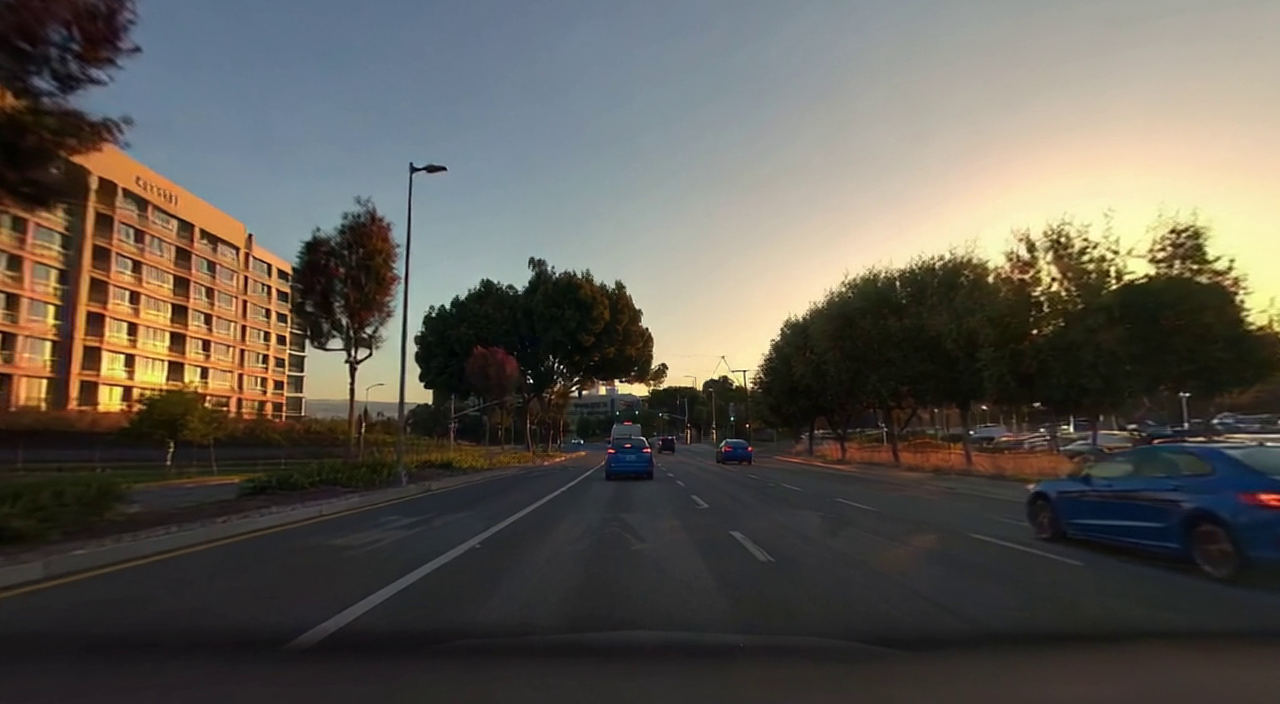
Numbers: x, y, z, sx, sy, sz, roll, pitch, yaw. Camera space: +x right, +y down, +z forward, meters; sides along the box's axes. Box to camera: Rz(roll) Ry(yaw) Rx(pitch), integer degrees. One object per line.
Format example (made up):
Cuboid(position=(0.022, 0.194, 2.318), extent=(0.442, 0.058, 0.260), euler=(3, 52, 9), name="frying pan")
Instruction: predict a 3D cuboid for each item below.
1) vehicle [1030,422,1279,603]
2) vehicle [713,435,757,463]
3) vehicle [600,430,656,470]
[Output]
Cuboid(position=(6.297, 1.511, 6.383), extent=(1.997, 1.480, 4.100), euler=(0, -9, -1), name="vehicle")
Cuboid(position=(6.508, 6.737, 43.629), extent=(2.136, 1.799, 4.796), euler=(1, -9, -2), name="vehicle")
Cuboid(position=(-0.571, 5.158, 33.161), extent=(2.682, 1.908, 5.706), euler=(0, -9, 0), name="vehicle")
